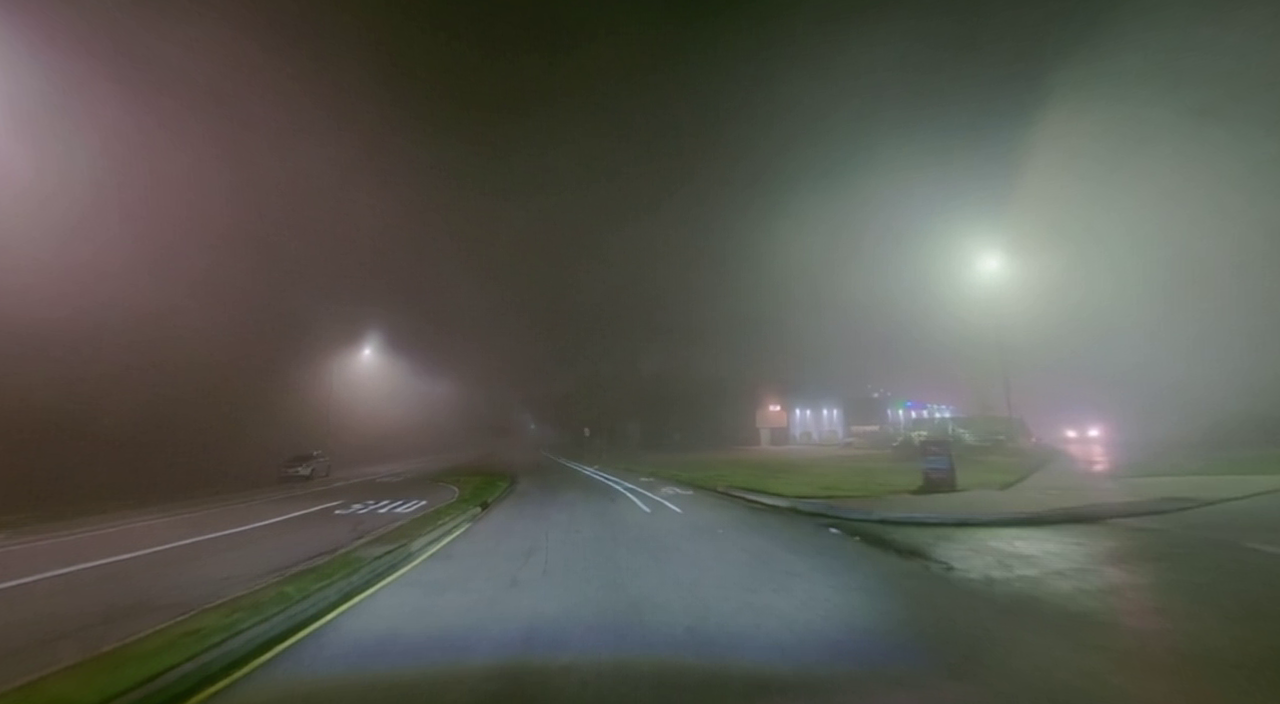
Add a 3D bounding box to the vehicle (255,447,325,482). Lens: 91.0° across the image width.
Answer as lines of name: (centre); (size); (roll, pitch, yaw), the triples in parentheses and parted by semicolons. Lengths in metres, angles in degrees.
vehicle: (-18.121, 5.836, 32.817); (1.952, 1.632, 4.200); (1, -10, -11)
